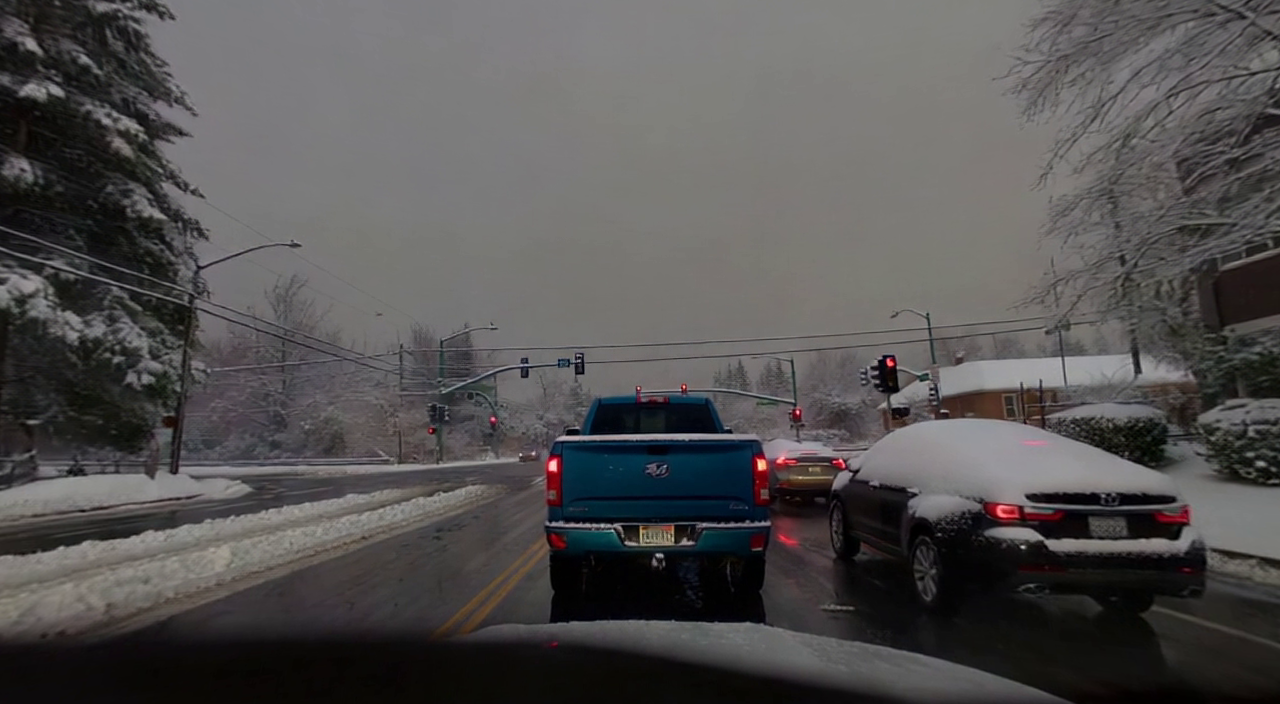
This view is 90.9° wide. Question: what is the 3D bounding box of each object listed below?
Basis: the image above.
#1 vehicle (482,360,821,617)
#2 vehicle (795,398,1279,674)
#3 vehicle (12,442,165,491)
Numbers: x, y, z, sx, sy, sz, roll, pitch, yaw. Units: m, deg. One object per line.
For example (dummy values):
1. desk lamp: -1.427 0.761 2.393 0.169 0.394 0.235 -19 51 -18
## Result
1. vehicle: 0.110 1.461 7.727 2.636 2.011 5.425 0 -8 0
2. vehicle: 3.329 1.504 6.485 2.155 1.667 5.162 0 -8 0
3. vehicle: -21.759 4.490 25.172 2.062 1.764 4.508 0 -8 -2
